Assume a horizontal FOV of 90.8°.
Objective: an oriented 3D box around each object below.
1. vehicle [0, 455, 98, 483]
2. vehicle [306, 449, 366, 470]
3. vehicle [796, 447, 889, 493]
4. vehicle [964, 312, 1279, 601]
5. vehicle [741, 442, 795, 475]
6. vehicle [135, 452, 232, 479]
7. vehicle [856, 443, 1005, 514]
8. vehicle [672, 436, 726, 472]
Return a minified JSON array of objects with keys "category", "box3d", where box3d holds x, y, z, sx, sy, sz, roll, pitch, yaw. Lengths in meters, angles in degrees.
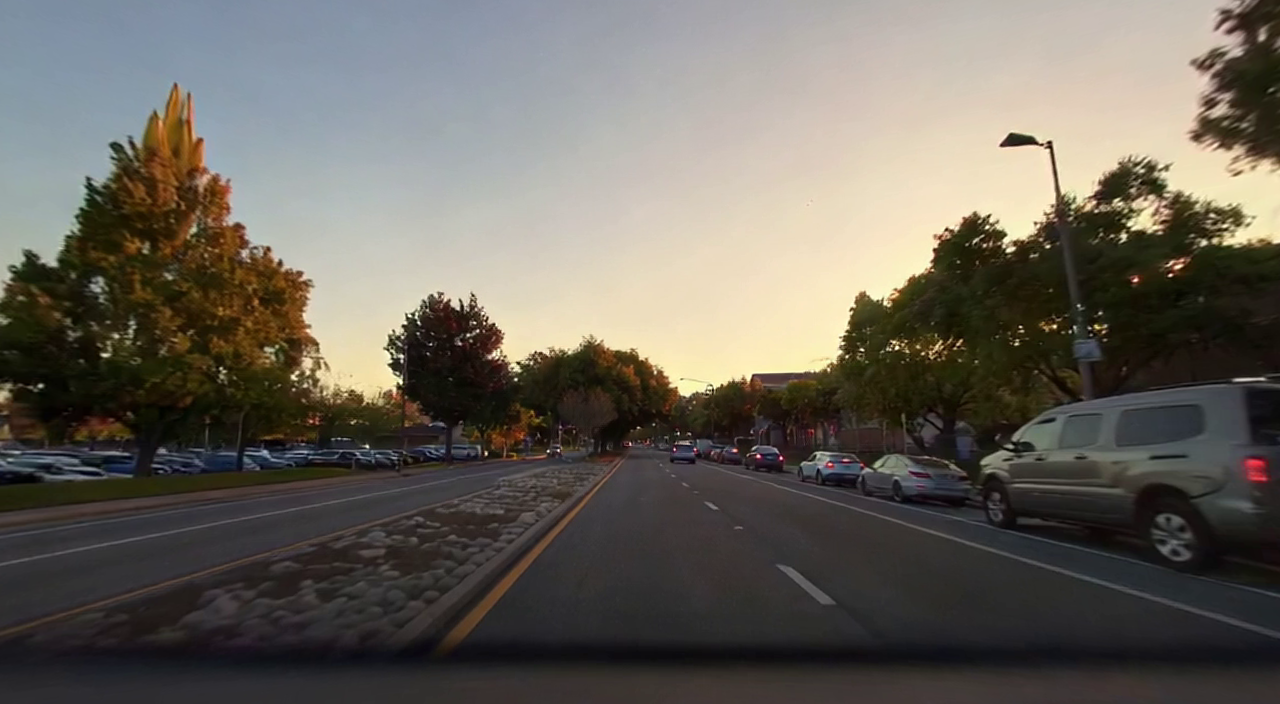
[{"category":"vehicle","box3d":[-35.847,7.017,38.032,4.476,1.501,1.927,5,-10,-30]},{"category":"vehicle","box3d":[-23.882,8.466,49.782,1.768,1.429,4.423,-2,-8,13]},{"category":"vehicle","box3d":[7.198,4.209,22.966,1.852,1.448,4.446,0,-8,-1]},{"category":"vehicle","box3d":[7.228,1.375,8.661,2.376,2.706,5.809,0,-8,-1]},{"category":"vehicle","box3d":[7.096,5.904,35.444,1.994,1.691,4.472,0,-8,-2]},{"category":"vehicle","box3d":[-29.656,7.376,41.254,4.702,1.535,2.292,4,-9,-26]},{"category":"vehicle","box3d":[7.178,3.130,16.161,1.812,1.548,4.021,0,-8,-1]},{"category":"vehicle","box3d":[3.098,5.496,34.320,2.293,1.814,4.589,0,-8,-2]}]
